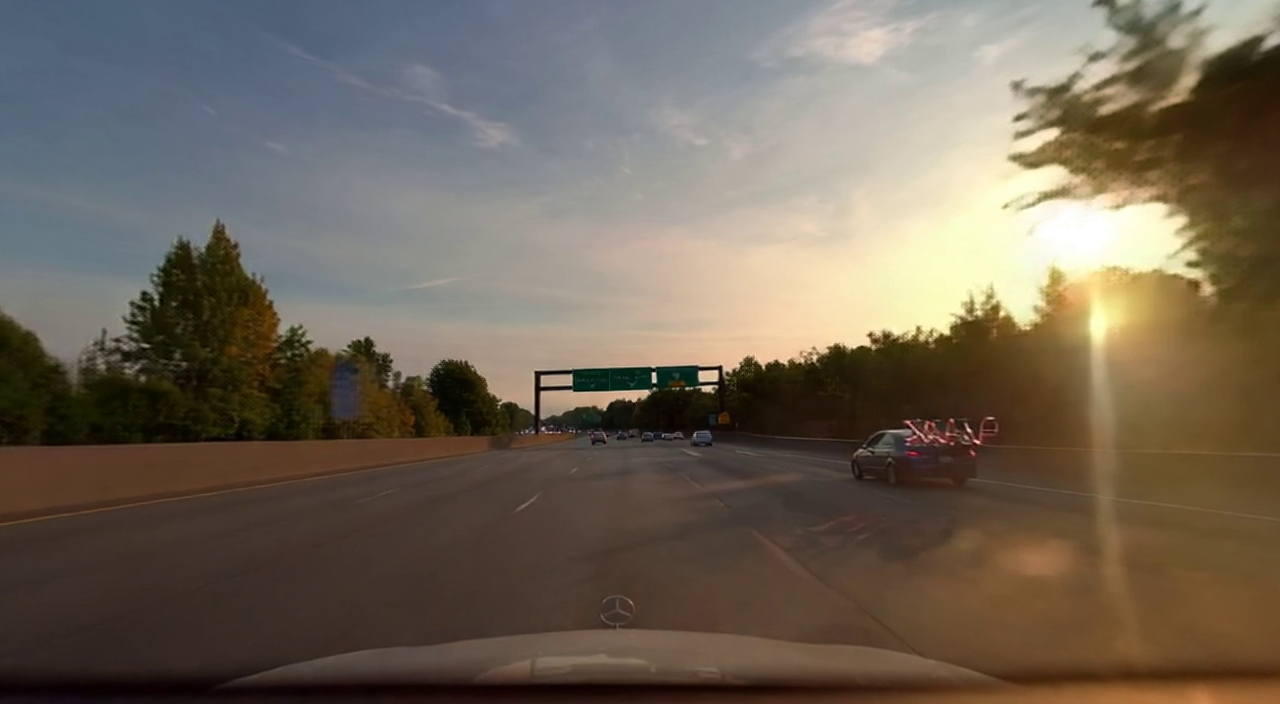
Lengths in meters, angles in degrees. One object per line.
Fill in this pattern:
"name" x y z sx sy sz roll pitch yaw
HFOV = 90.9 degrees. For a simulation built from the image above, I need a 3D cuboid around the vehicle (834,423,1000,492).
"vehicle" 6.860 2.641 16.317 2.034 1.511 4.785 0 -7 -1
